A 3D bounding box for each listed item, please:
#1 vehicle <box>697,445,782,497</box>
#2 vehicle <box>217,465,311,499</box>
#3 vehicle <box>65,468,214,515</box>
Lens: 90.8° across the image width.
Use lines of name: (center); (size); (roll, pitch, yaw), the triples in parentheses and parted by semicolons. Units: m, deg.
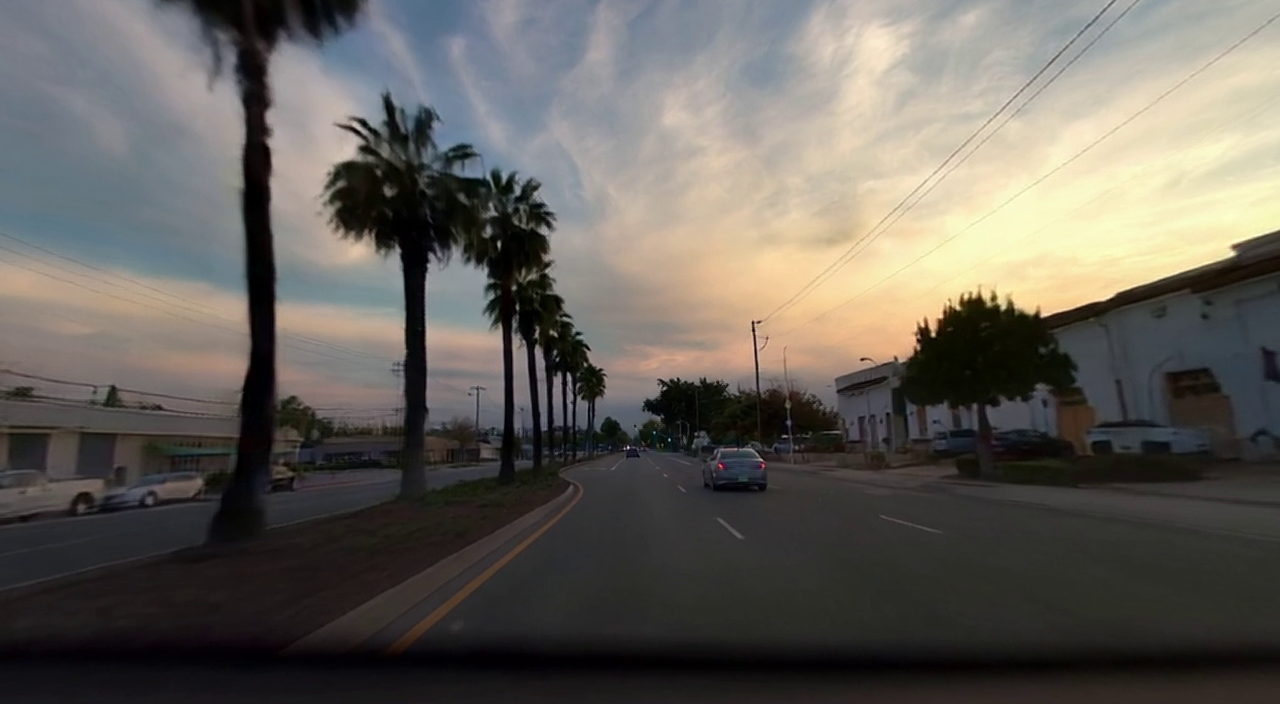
vehicle: (3.088, 3.819, 20.640); (1.989, 1.492, 4.689); (0, -9, 0)
vehicle: (-19.167, 6.600, 32.466); (1.897, 1.482, 4.707); (0, -9, 0)
vehicle: (-19.141, 5.344, 24.547); (1.836, 1.476, 4.950); (0, -9, -1)
